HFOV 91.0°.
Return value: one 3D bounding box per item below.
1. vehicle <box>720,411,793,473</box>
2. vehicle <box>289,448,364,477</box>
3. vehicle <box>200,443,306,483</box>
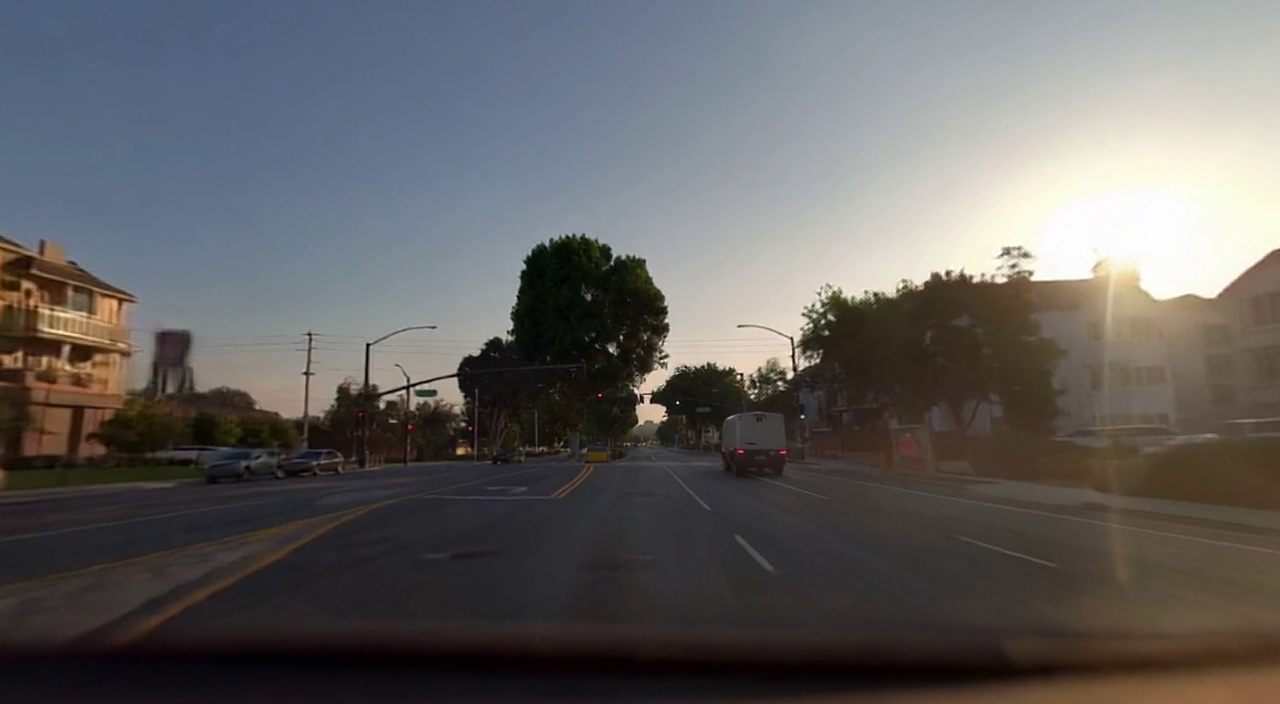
[{"bbox_3d":[6.640,5.305,37.073,2.802,3.208,7.459,1,-8,0],"label":"vehicle"},{"bbox_3d":[-18.206,6.404,36.882,1.901,1.513,4.795,0,-8,1],"label":"vehicle"},{"bbox_3d":[-18.320,5.262,30.107,2.097,1.733,4.527,0,-8,2],"label":"vehicle"}]
